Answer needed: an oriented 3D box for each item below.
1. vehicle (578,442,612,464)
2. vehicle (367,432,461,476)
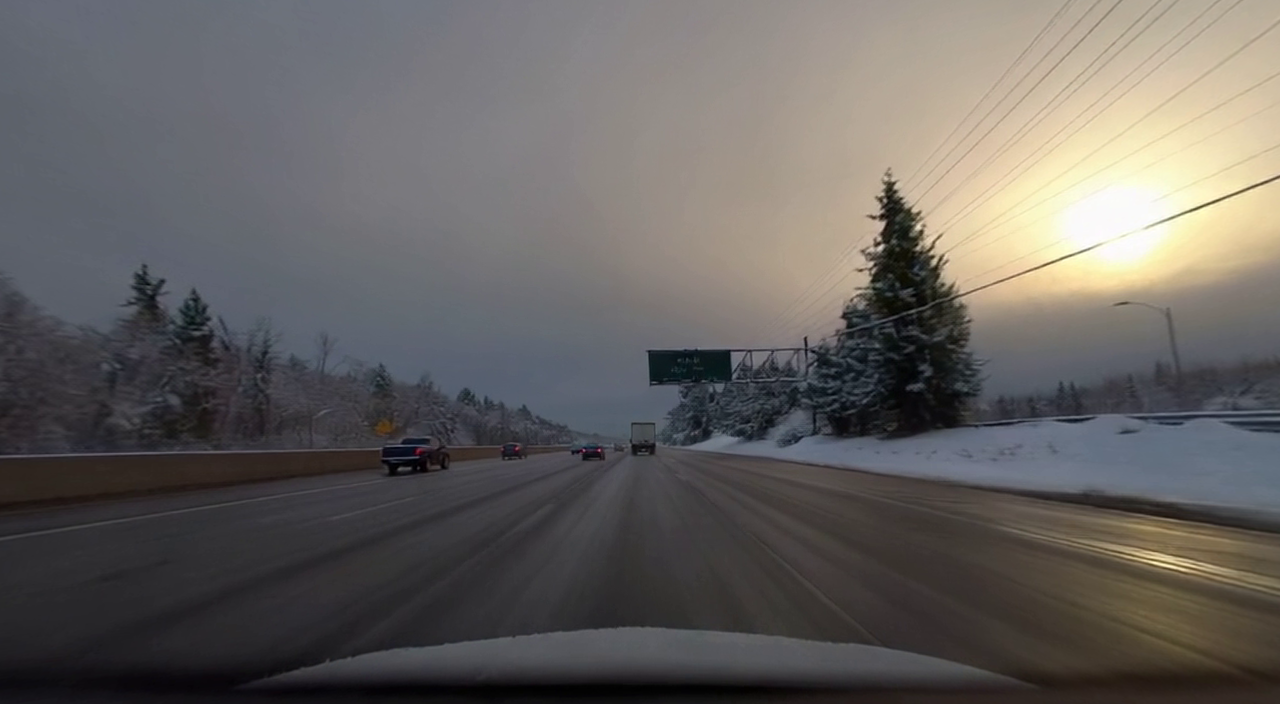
[{"bbox_3d":[-3.226,7.340,46.022,2.045,1.532,4.954,0,-9,1],"label":"vehicle"},{"bbox_3d":[-10.608,4.845,30.158,2.310,1.853,5.817,0,-9,1],"label":"vehicle"}]
